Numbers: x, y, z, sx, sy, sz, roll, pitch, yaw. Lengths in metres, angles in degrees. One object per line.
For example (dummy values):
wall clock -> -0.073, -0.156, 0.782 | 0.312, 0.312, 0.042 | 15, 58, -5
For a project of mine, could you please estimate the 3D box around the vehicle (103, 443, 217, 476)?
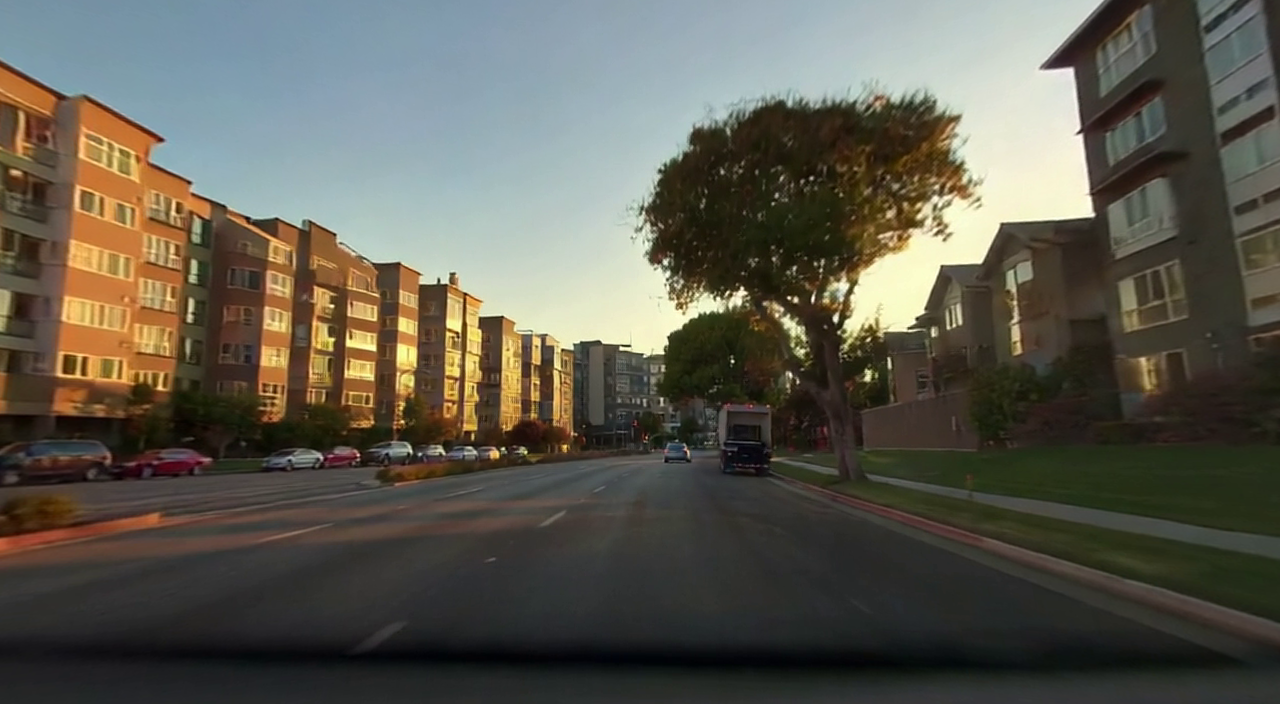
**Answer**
vehicle -> -24.289, 5.447, 32.160 | 1.900, 1.454, 4.757 | -3, -8, 4

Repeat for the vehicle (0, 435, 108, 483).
vehicle -> -24.596, 4.282, 25.366 | 2.040, 1.765, 4.635 | -2, -8, 6

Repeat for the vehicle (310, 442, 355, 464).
vehicle -> -22.763, 7.497, 46.772 | 1.659, 1.570, 2.845 | -1, -8, 7

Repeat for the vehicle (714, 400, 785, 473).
vehicle -> 5.452, 4.456, 32.929 | 2.945, 3.277, 8.473 | -1, -8, 5

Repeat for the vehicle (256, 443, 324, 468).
vehicle -> -23.099, 6.818, 41.779 | 2.015, 1.446, 4.316 | -2, -8, 2

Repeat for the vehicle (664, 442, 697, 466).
vehicle -> 2.515, 6.197, 38.380 | 1.871, 1.370, 4.206 | -1, -8, 6
